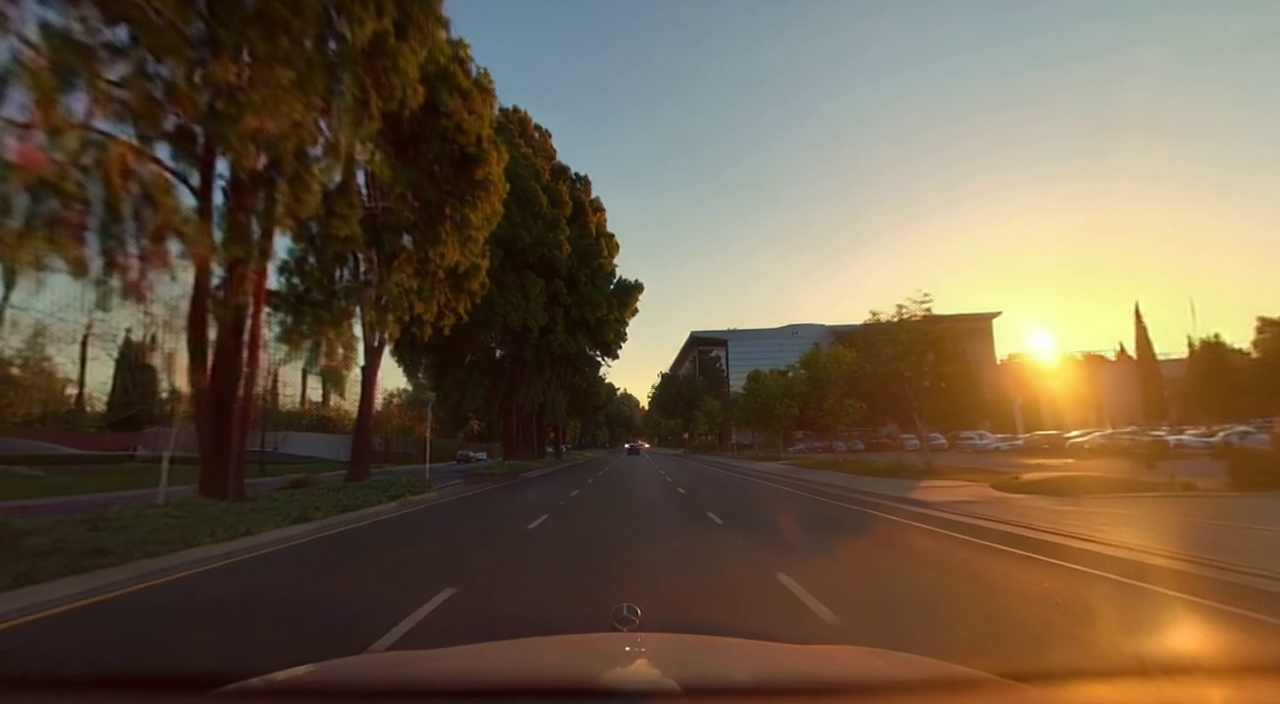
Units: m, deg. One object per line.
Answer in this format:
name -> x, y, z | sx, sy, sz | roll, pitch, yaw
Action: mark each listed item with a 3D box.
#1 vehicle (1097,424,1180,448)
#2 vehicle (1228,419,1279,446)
vehicle -> 33.853, 5.763, 43.054 | 1.850, 1.490, 4.701 | 0, -9, 1
vehicle -> 44.509, 5.656, 44.159 | 1.929, 1.842, 4.959 | 0, -9, -1
